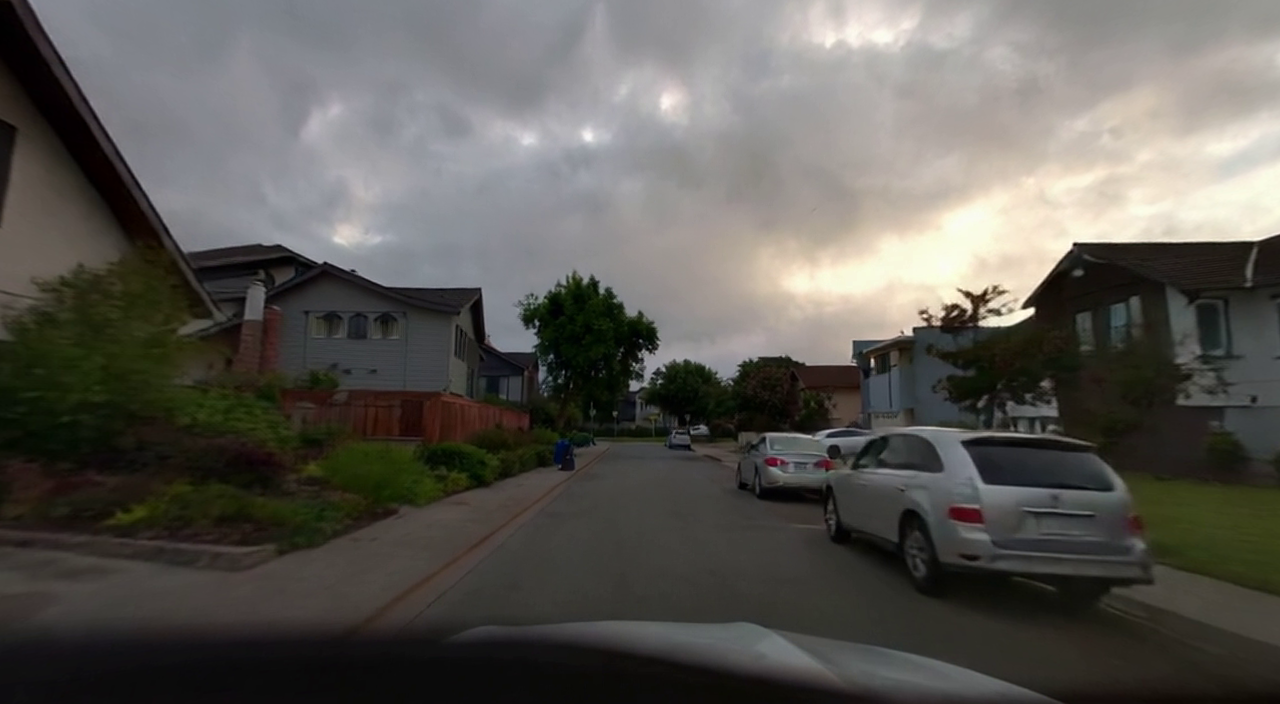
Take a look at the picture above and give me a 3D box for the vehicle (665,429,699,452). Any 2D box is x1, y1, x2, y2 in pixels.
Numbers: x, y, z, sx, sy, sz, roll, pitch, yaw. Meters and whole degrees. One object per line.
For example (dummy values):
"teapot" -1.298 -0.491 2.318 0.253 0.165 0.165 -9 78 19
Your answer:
"vehicle" 2.929 6.197 44.461 1.955 1.498 4.046 0 -7 -3

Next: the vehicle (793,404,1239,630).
"vehicle" 3.263 1.451 6.855 2.006 1.603 4.553 0 -7 -1
